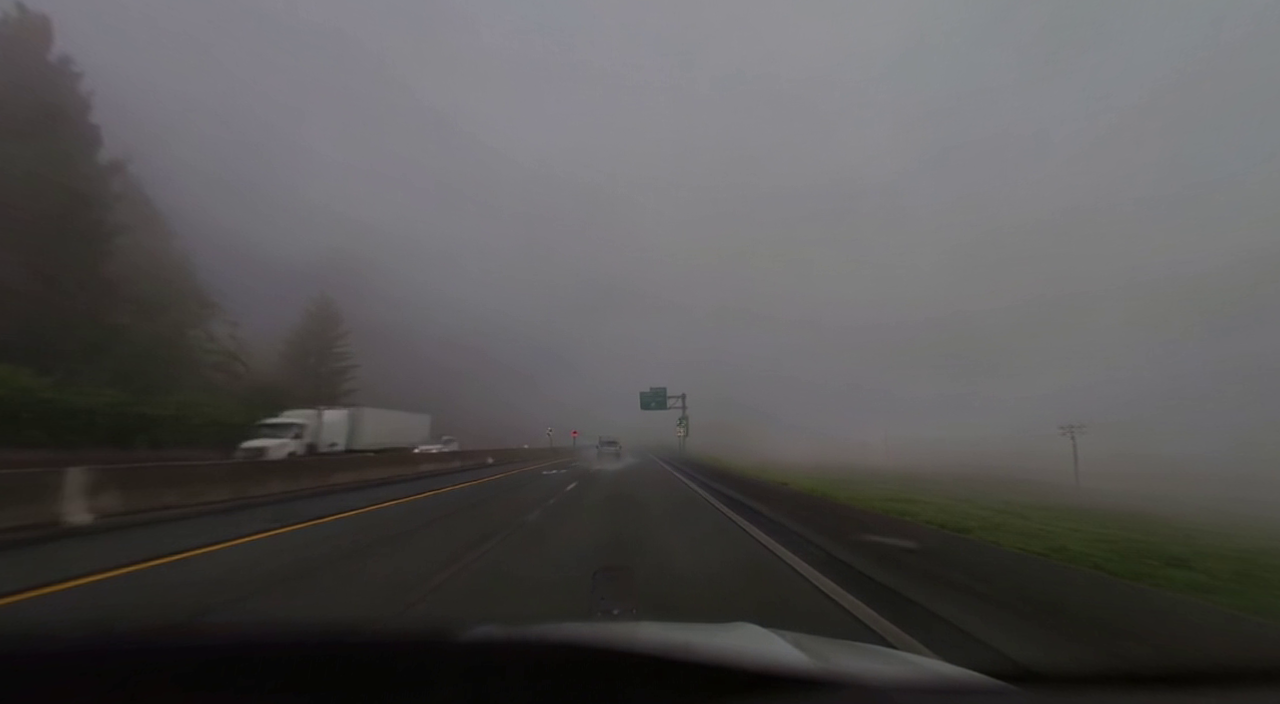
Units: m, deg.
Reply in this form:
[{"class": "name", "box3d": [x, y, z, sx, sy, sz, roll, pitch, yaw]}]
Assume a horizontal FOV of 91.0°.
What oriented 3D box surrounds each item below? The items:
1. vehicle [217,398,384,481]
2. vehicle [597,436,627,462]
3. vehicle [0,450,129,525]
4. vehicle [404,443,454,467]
[{"class": "vehicle", "box3d": [-17.765, 4.794, 34.324, 2.954, 3.783, 11.120, 0, -8, 0]}, {"class": "vehicle", "box3d": [-2.091, 7.269, 47.469, 2.188, 1.825, 4.282, 0, -8, -2]}, {"class": "vehicle", "box3d": [-14.000, 2.910, 13.697, 1.943, 1.482, 4.627, 0, -8, -1]}, {"class": "vehicle", "box3d": [-14.060, 6.867, 42.132, 1.863, 1.472, 4.334, 0, -8, 0]}]
